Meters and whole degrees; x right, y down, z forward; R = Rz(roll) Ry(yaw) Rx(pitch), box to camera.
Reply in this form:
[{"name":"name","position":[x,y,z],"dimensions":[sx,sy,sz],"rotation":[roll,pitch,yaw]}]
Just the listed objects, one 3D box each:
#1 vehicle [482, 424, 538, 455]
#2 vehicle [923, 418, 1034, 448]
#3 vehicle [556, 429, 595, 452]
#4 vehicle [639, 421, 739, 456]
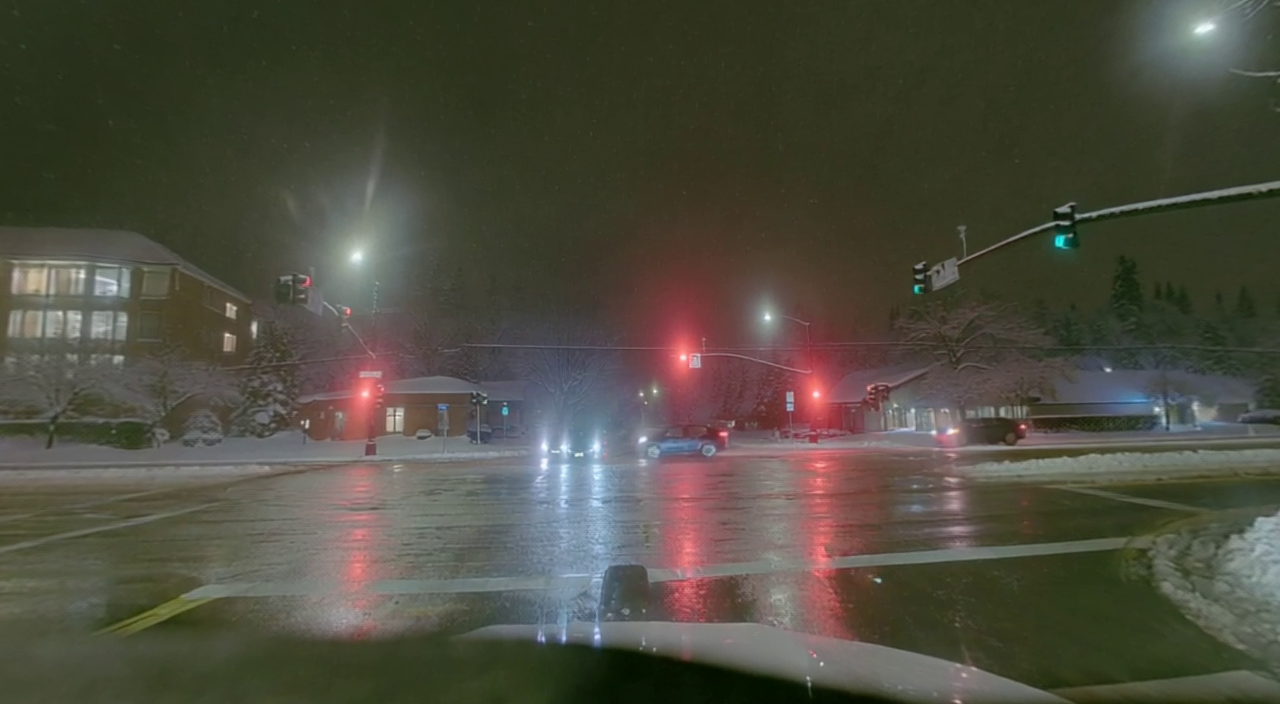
[{"name":"vehicle","position":[-8.309,5.731,40.884],"dimensions":[2.000,1.864,5.044],"rotation":[-1,-9,7]},{"name":"vehicle","position":[16.718,4.043,31.251],"dimensions":[4.510,1.431,1.884],"rotation":[1,-9,-7]},{"name":"vehicle","position":[-4.404,6.173,43.770],"dimensions":[1.919,1.467,4.086],"rotation":[-1,-9,6]},{"name":"vehicle","position":[2.227,4.050,29.568],"dimensions":[4.407,1.569,1.859],"rotation":[1,-9,-4]}]
